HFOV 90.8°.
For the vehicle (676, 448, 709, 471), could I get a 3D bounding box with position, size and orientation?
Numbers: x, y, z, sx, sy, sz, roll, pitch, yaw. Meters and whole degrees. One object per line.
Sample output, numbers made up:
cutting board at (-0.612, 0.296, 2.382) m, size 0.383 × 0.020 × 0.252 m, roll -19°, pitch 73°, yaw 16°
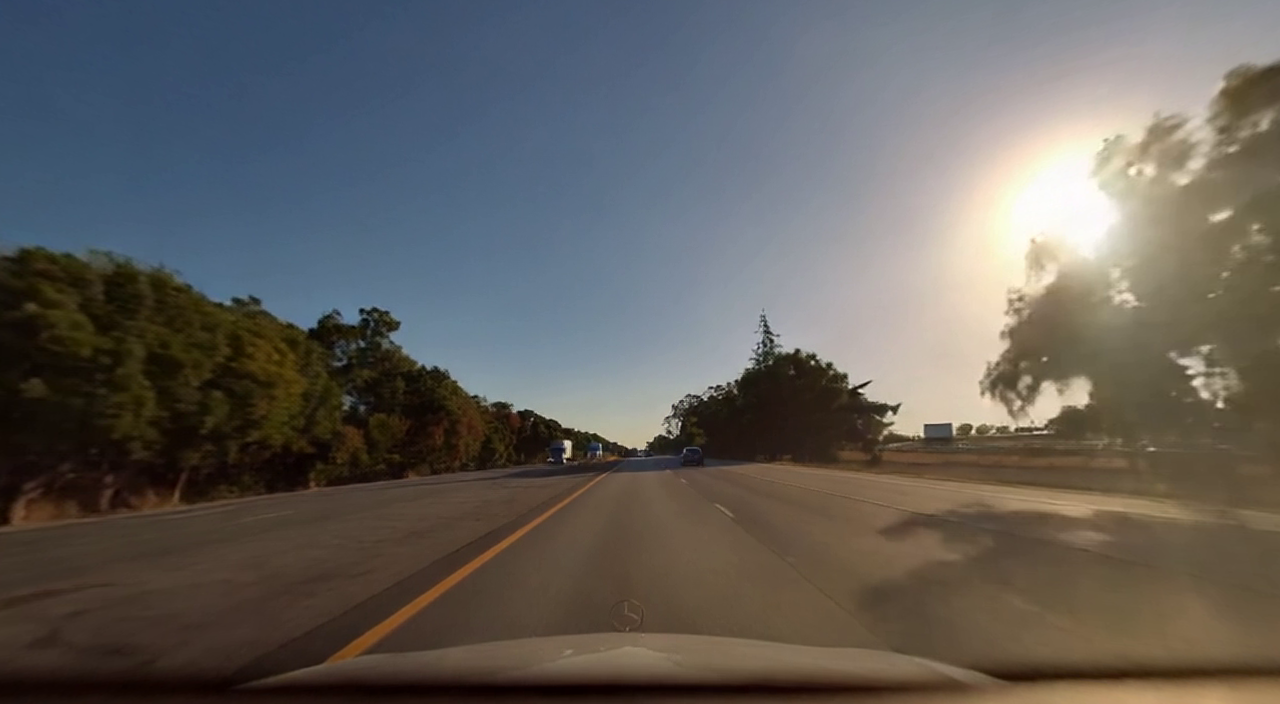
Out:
vehicle at (3.799, 7.851, 46.206) m, size 2.013 × 1.584 × 3.995 m, roll 0°, pitch -9°, yaw -1°
